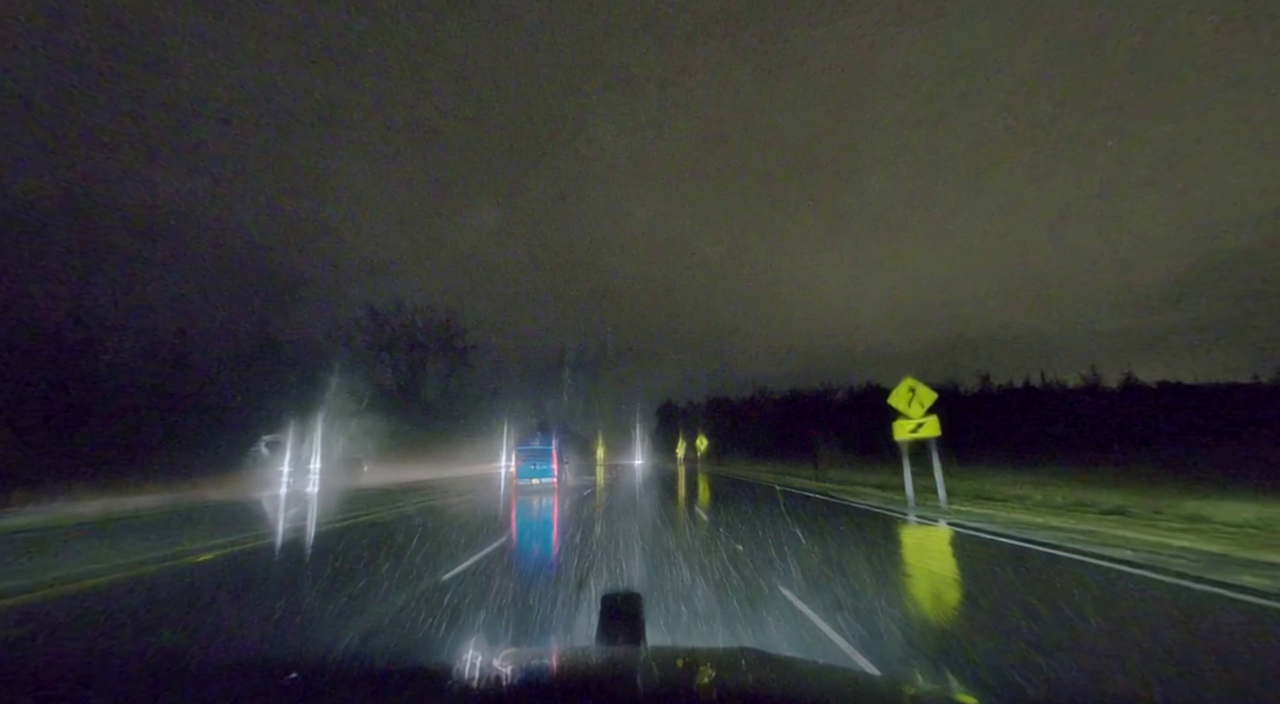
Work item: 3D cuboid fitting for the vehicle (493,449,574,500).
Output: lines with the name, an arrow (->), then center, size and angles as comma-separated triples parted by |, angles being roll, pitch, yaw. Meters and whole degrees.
vehicle -> -3.701, 4.320, 22.693 | 2.053, 1.647, 4.252 | 0, -9, 2

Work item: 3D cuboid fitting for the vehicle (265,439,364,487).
vehicle -> -17.699, 6.051, 34.767 | 2.237, 2.410, 5.801 | 0, -9, 1
